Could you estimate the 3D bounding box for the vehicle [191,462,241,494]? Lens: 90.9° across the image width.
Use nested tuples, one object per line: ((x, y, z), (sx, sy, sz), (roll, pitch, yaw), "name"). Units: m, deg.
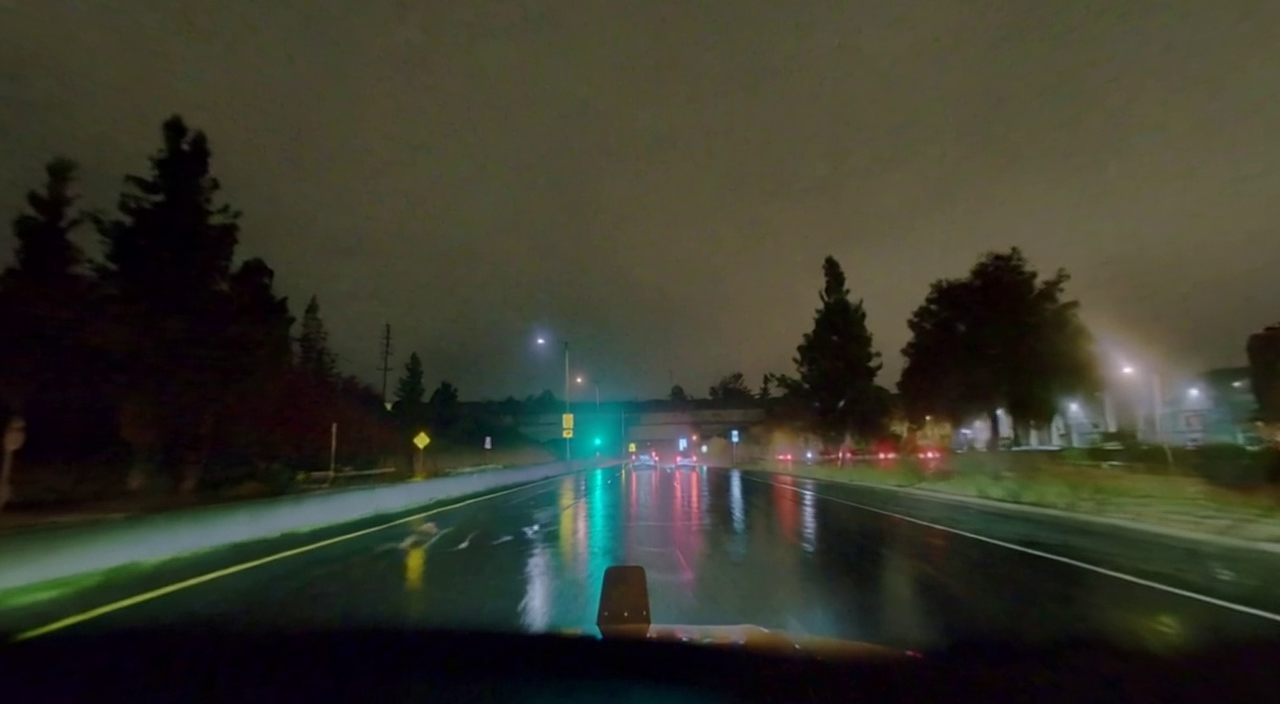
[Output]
((-25.640, 7.598, 38.249), (1.847, 1.698, 4.345), (4, -10, -26), "vehicle")
